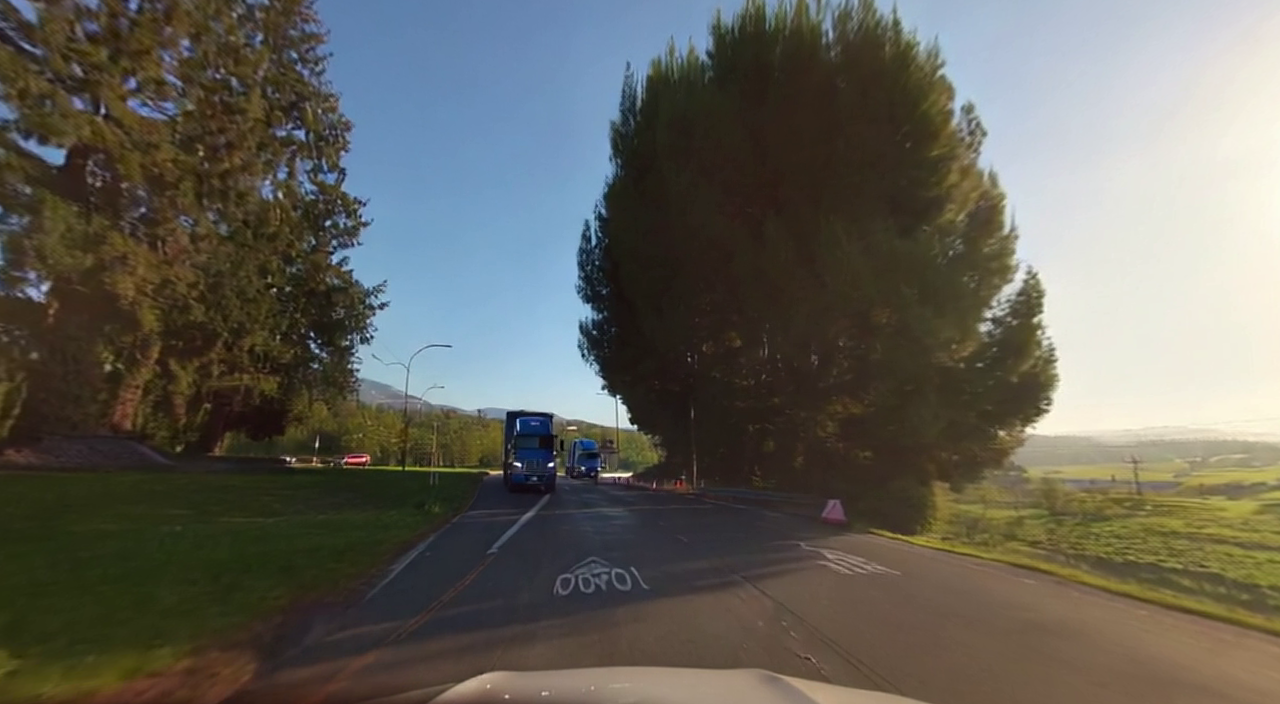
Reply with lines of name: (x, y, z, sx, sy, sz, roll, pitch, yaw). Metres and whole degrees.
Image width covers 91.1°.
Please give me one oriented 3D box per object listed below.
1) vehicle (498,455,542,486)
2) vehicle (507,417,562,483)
vehicle: (-6.440, 6.426, 34.142, 2.039, 1.536, 3.648, 2, -10, -6)
vehicle: (-7.078, 6.852, 43.231, 3.025, 4.012, 8.399, 2, -11, -6)
